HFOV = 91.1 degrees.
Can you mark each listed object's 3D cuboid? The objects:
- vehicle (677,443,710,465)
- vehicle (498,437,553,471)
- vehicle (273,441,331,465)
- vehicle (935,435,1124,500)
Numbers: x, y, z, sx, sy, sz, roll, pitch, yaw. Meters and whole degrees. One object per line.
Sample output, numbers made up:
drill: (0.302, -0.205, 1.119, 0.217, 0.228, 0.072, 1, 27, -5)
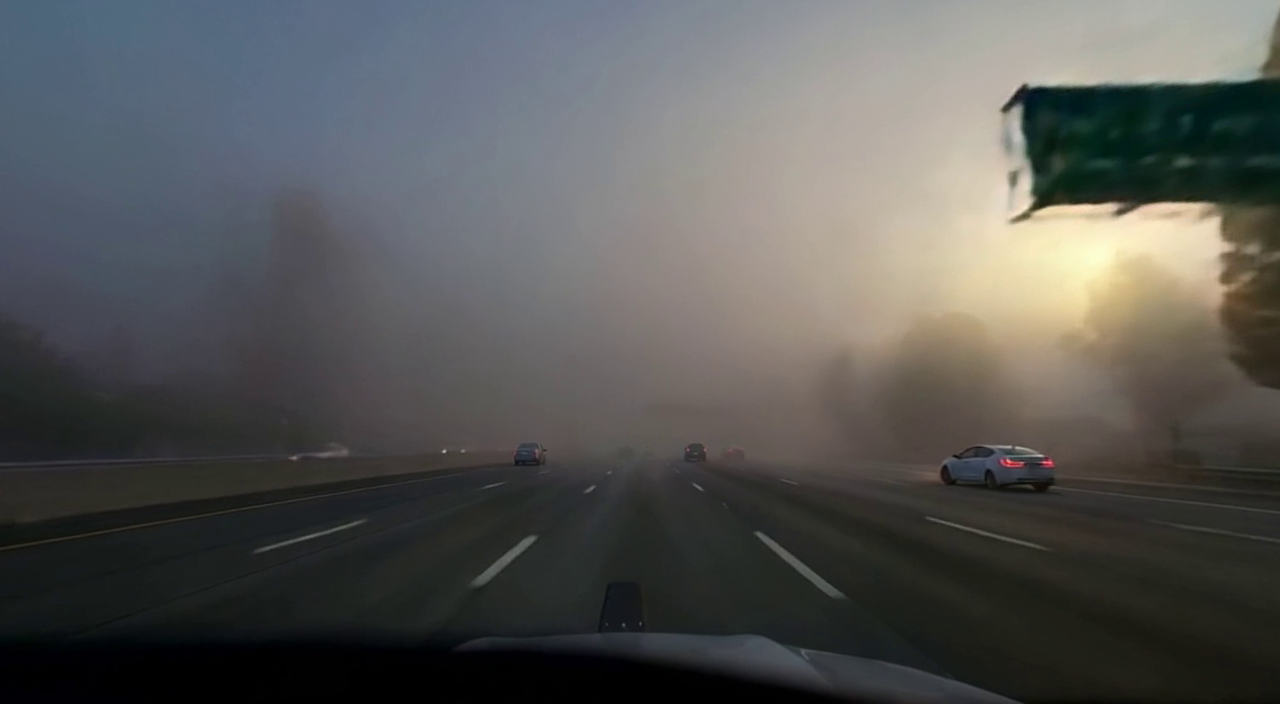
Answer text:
vehicle: (3.657, 7.025, 43.242, 1.950, 1.453, 3.378, 0, -9, -1)
vehicle: (-6.300, 5.664, 35.066, 2.091, 1.746, 4.437, 0, -9, 1)
vehicle: (-21.187, 6.340, 39.494, 1.650, 1.414, 3.441, 0, -9, 1)
vehicle: (10.192, 3.043, 17.009, 1.979, 1.467, 4.839, 0, -9, -1)
